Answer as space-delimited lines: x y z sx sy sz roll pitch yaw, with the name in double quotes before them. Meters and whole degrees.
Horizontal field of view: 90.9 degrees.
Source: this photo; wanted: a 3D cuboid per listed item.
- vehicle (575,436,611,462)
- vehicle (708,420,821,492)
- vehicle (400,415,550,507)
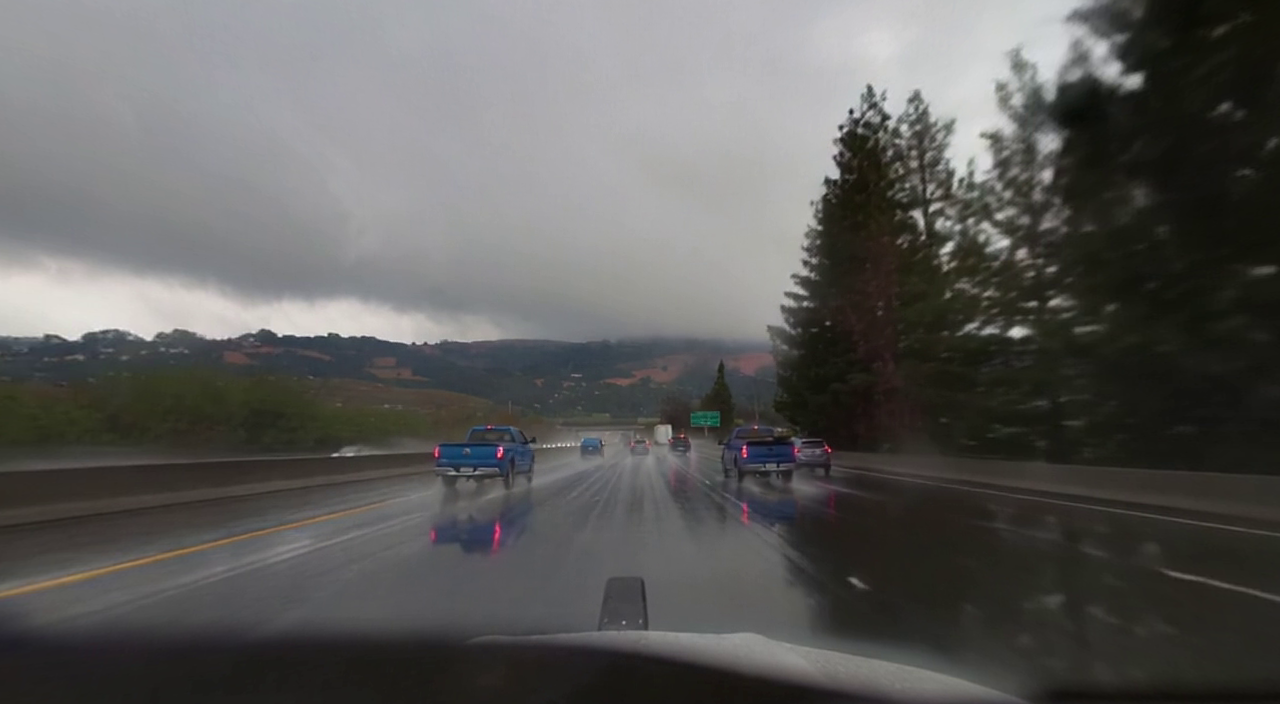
"vehicle" -3.384 7.059 46.099 2.235 1.785 4.386 0 -8 1
"vehicle" 3.745 3.272 20.297 2.424 1.952 5.611 1 -8 -1
"vehicle" -3.762 2.586 15.595 2.227 1.853 5.161 0 -8 1
